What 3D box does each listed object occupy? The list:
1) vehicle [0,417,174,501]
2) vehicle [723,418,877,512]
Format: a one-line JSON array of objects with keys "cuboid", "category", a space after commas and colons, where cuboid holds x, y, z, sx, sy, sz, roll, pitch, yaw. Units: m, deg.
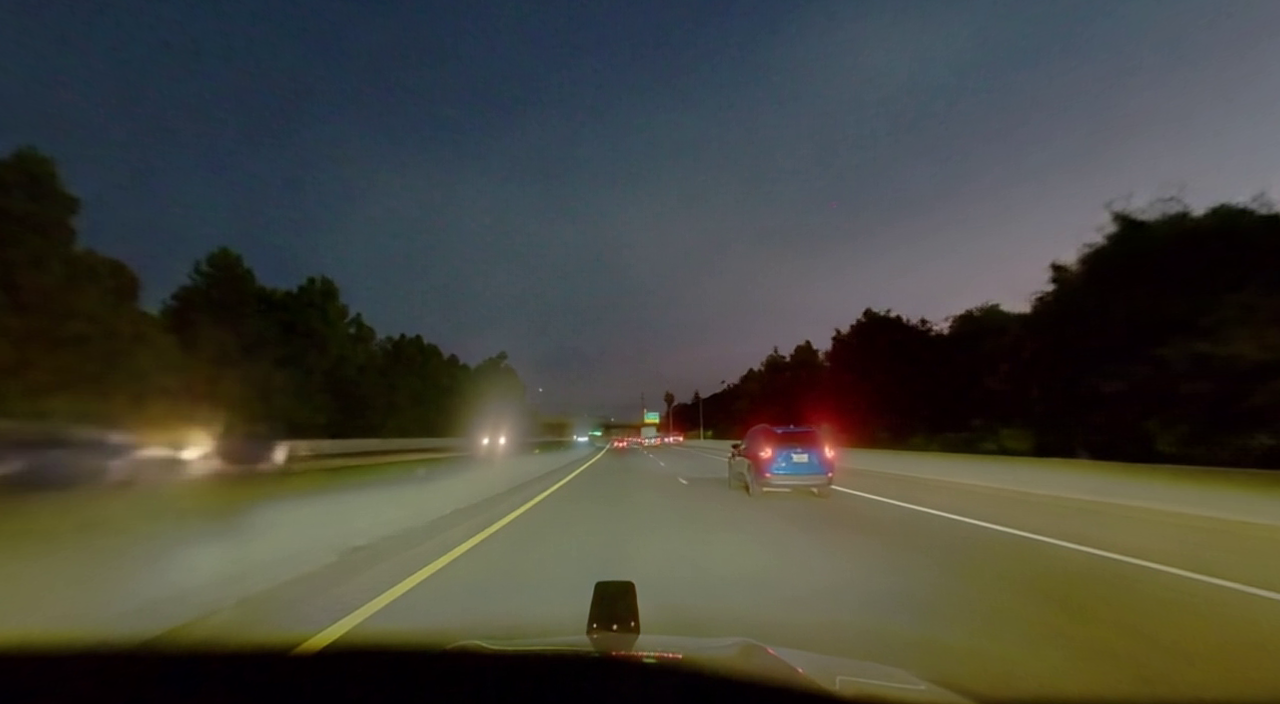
[{"cuboid": [-12.036, 2.106, 12.735, 1.902, 1.436, 4.512, 0, -8, -2], "category": "vehicle"}, {"cuboid": [3.186, 2.342, 13.677, 2.085, 1.681, 4.436, 0, -8, -1], "category": "vehicle"}]
